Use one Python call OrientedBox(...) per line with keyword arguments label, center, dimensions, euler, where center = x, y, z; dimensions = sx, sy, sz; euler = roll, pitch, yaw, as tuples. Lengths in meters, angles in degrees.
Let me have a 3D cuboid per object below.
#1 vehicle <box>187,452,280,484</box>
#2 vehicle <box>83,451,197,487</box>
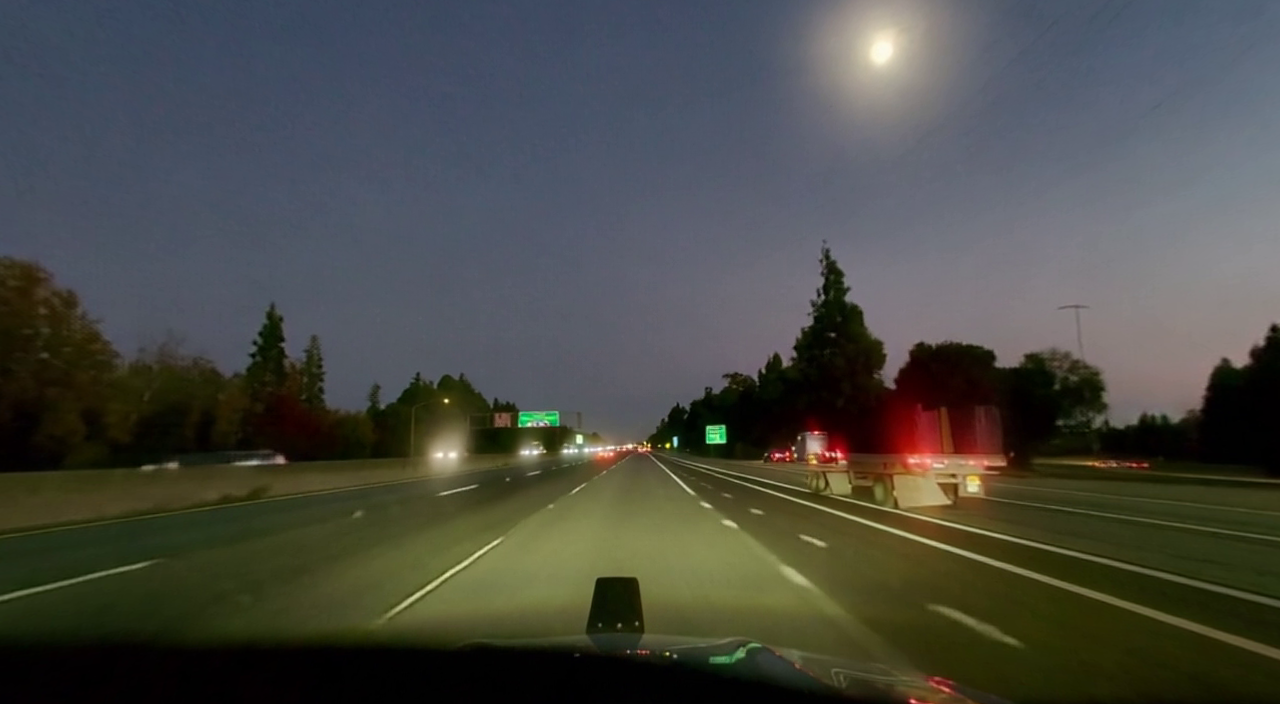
OrientedBox(label="vehicle", center=(-19.967, 5.689, 31.222), dimensions=(1.844, 1.434, 4.279), euler=(0, -9, -2))
OrientedBox(label="vehicle", center=(-23.954, 5.610, 30.464), dimensions=(2.092, 1.569, 4.167), euler=(0, -9, 0))
